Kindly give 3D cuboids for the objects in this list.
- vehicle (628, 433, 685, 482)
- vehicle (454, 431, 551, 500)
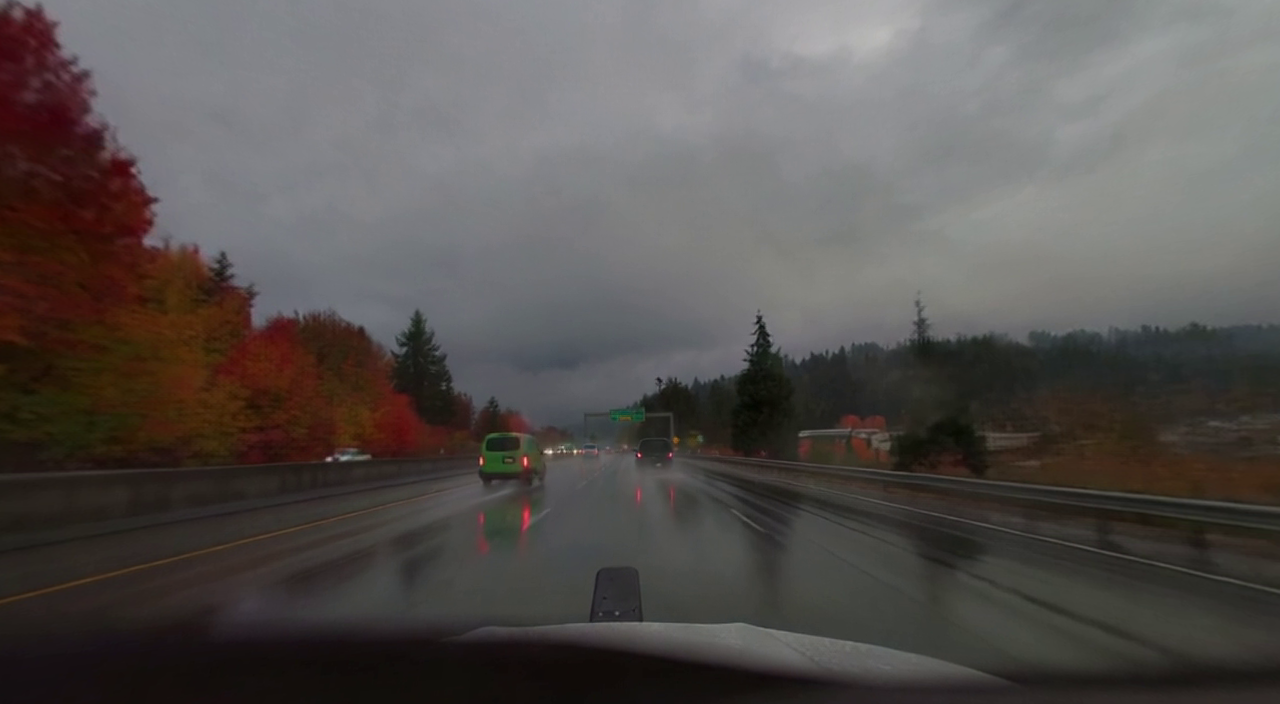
[{"bbox_3d":[0.609,4.555,27.248,2.179,1.930,4.538,0,-9,-2],"label":"vehicle"},{"bbox_3d":[-3.904,3.303,18.560,2.021,1.790,3.907,0,-9,-1],"label":"vehicle"}]
